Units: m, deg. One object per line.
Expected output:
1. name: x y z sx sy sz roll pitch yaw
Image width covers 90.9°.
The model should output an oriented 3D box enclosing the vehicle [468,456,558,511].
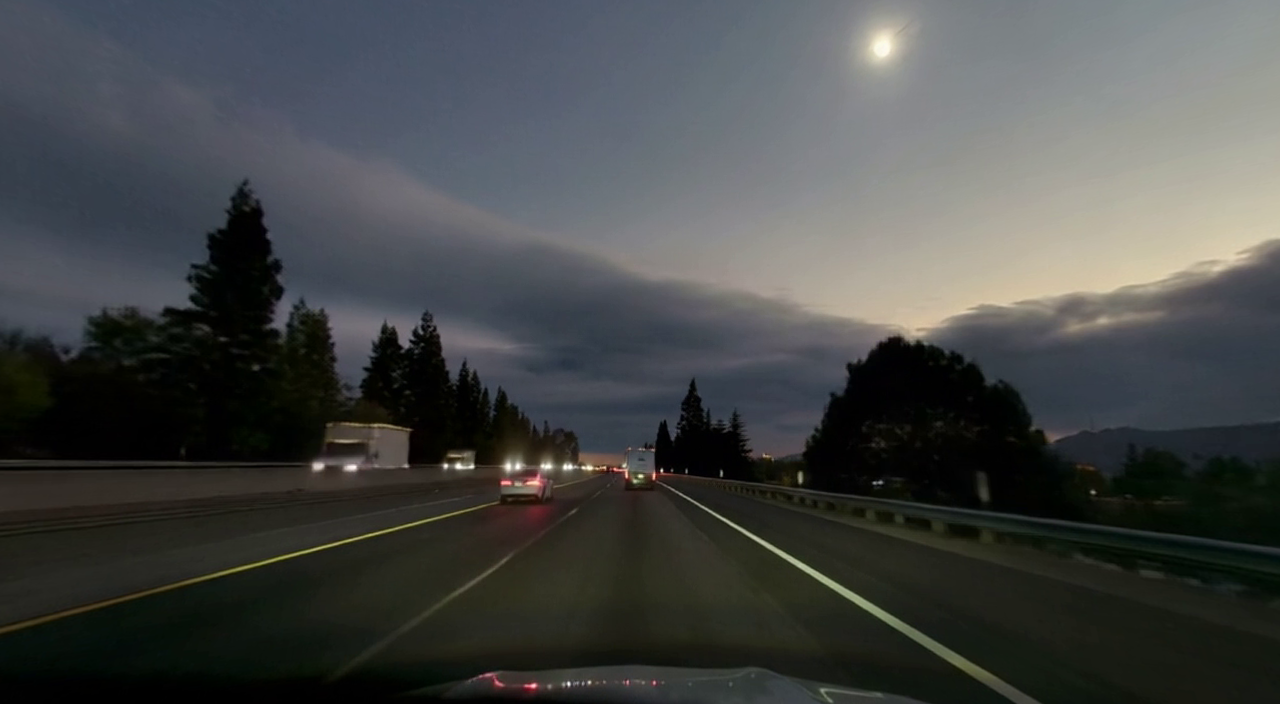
1. vehicle: -4.046 4.280 20.726 2.100 1.605 3.883 1 -11 0

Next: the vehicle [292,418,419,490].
1. vehicle: -12.861 4.810 29.346 2.627 2.899 7.080 1 -11 -1

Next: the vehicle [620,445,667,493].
1. vehicle: 0.106 6.826 36.712 2.482 2.549 5.447 1 -11 -2
